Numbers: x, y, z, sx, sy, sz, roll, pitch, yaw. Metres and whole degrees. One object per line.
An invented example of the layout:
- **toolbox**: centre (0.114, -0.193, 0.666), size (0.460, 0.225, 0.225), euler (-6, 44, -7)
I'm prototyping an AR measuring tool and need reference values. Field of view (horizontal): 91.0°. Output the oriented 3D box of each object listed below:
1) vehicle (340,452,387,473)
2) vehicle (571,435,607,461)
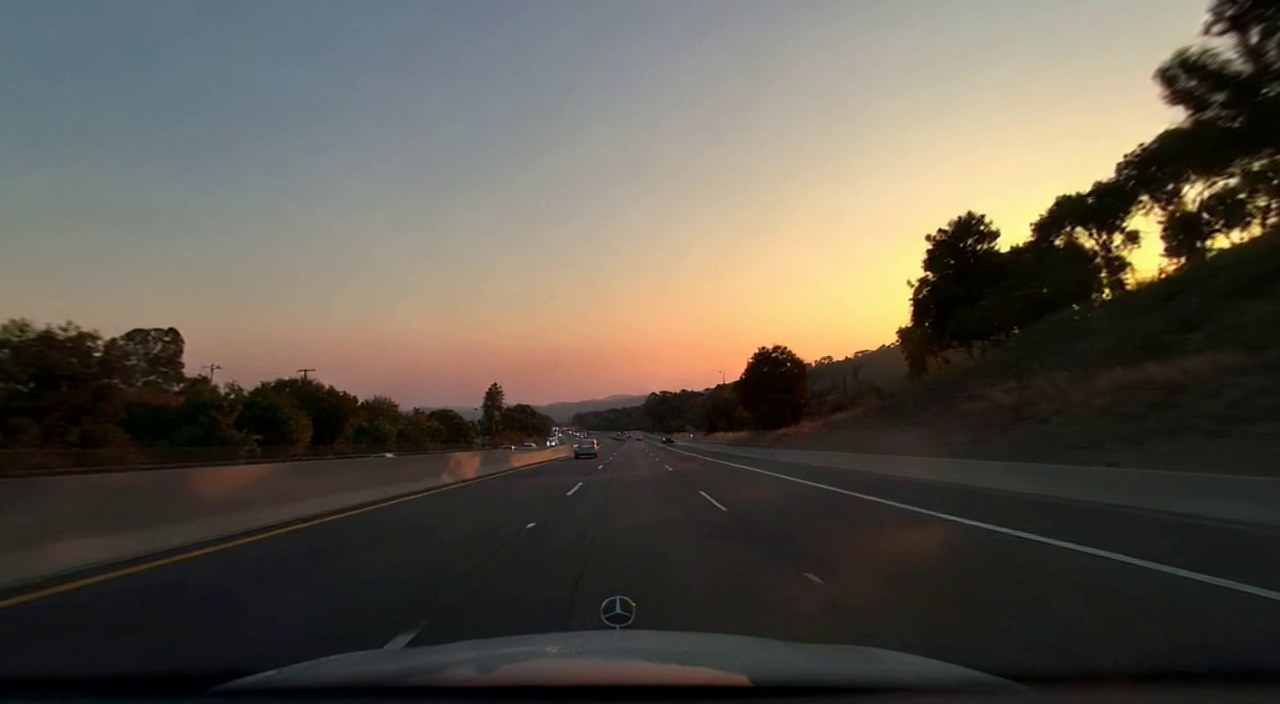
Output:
- **vehicle**: centre (-20.258, 8.121, 46.230), size (1.674, 1.371, 3.887), euler (-1, -8, 0)
- **vehicle**: centre (-3.631, 6.917, 45.459), size (2.241, 1.773, 4.482), euler (0, -8, -1)
